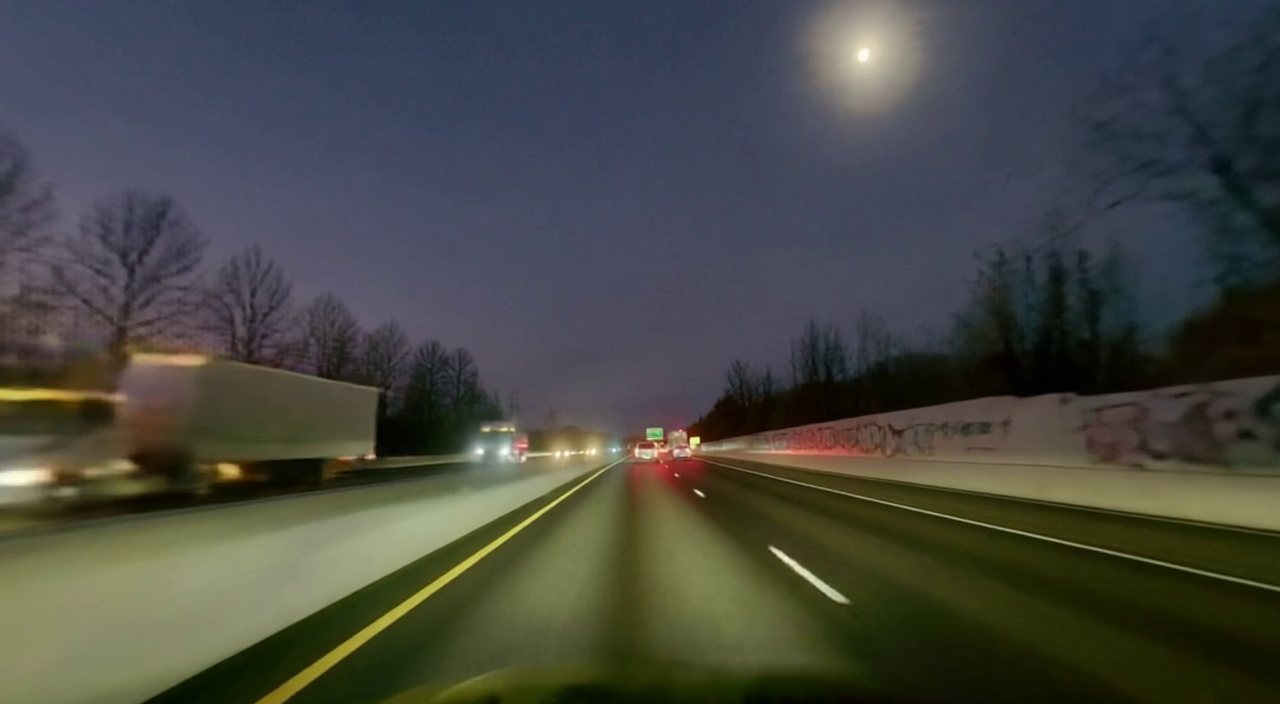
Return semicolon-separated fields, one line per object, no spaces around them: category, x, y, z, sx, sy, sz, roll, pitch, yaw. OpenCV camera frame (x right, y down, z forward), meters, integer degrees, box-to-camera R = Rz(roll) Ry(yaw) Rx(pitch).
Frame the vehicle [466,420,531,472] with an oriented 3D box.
vehicle;-9.001;6.095;40.605;2.686;3.050;6.421;-1;-9;1

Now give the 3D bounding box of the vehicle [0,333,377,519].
vehicle;-13.499;2.686;20.920;3.286;4.083;14.078;-1;-9;0

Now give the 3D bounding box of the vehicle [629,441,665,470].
vehicle;0.388;6.301;38.318;2.095;1.671;4.219;0;-9;-1
